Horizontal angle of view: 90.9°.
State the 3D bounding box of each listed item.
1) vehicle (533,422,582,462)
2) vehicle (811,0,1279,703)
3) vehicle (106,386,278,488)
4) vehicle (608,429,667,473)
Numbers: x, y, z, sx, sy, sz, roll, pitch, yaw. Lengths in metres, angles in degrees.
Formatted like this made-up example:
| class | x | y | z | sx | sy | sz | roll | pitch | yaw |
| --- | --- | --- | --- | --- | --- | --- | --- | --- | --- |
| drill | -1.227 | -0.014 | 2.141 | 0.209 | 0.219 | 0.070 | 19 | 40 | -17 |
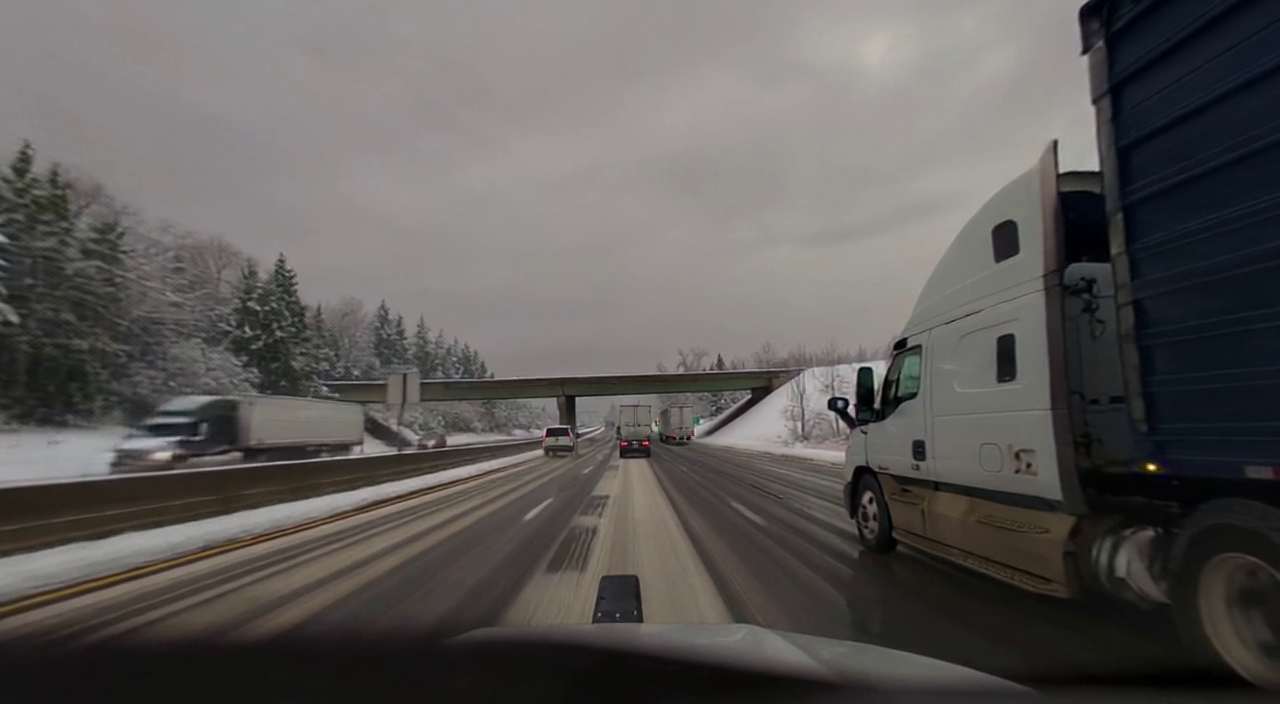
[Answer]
| class | x | y | z | sx | sy | sz | roll | pitch | yaw |
| --- | --- | --- | --- | --- | --- | --- | --- | --- | --- |
| vehicle | -4.312 | 4.805 | 33.792 | 2.013 | 1.961 | 4.692 | 0 | -8 | 0 |
| vehicle | 3.690 | 0.084 | 4.082 | 2.783 | 3.483 | 7.836 | 0 | -8 | -1 |
| vehicle | -20.670 | 3.990 | 29.776 | 2.980 | 4.215 | 6.844 | 0 | -8 | -1 |
| vehicle | -0.144 | 3.714 | 23.828 | 2.059 | 1.522 | 3.693 | 0 | -8 | -2 |
